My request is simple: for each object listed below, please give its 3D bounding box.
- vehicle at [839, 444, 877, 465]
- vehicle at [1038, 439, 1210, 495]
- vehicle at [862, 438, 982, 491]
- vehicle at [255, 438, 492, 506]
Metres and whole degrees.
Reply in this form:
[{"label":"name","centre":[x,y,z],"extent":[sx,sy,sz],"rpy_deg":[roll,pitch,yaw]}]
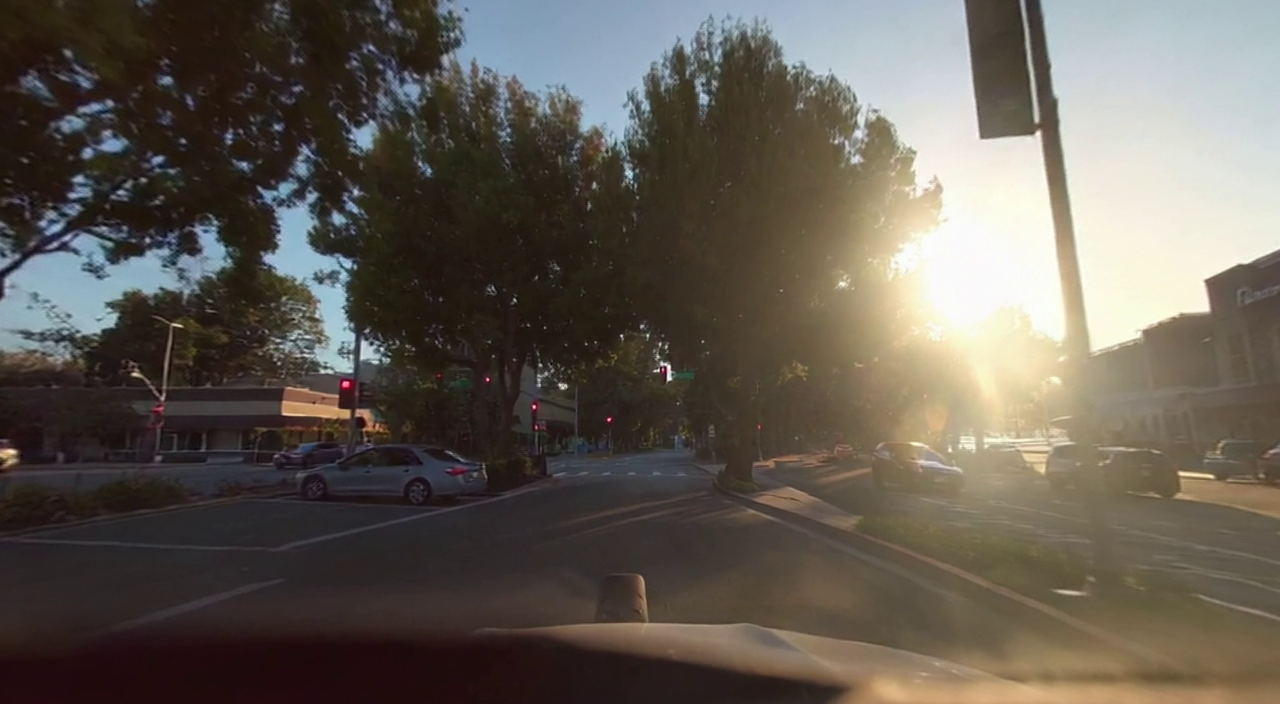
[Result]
[{"label":"vehicle","centre":[16.531,7.750,48.071],"extent":[1.824,1.453,4.148],"rpy_deg":[-3,-9,8]},{"label":"vehicle","centre":[14.386,3.414,19.178],"extent":[1.951,1.491,4.359],"rpy_deg":[-1,-8,4]},{"label":"vehicle","centre":[9.012,3.615,20.702],"extent":[2.061,1.519,4.794],"rpy_deg":[-1,-8,5]},{"label":"vehicle","centre":[-6.297,2.824,15.236],"extent":[4.792,1.468,2.116],"rpy_deg":[-1,-8,10]}]
